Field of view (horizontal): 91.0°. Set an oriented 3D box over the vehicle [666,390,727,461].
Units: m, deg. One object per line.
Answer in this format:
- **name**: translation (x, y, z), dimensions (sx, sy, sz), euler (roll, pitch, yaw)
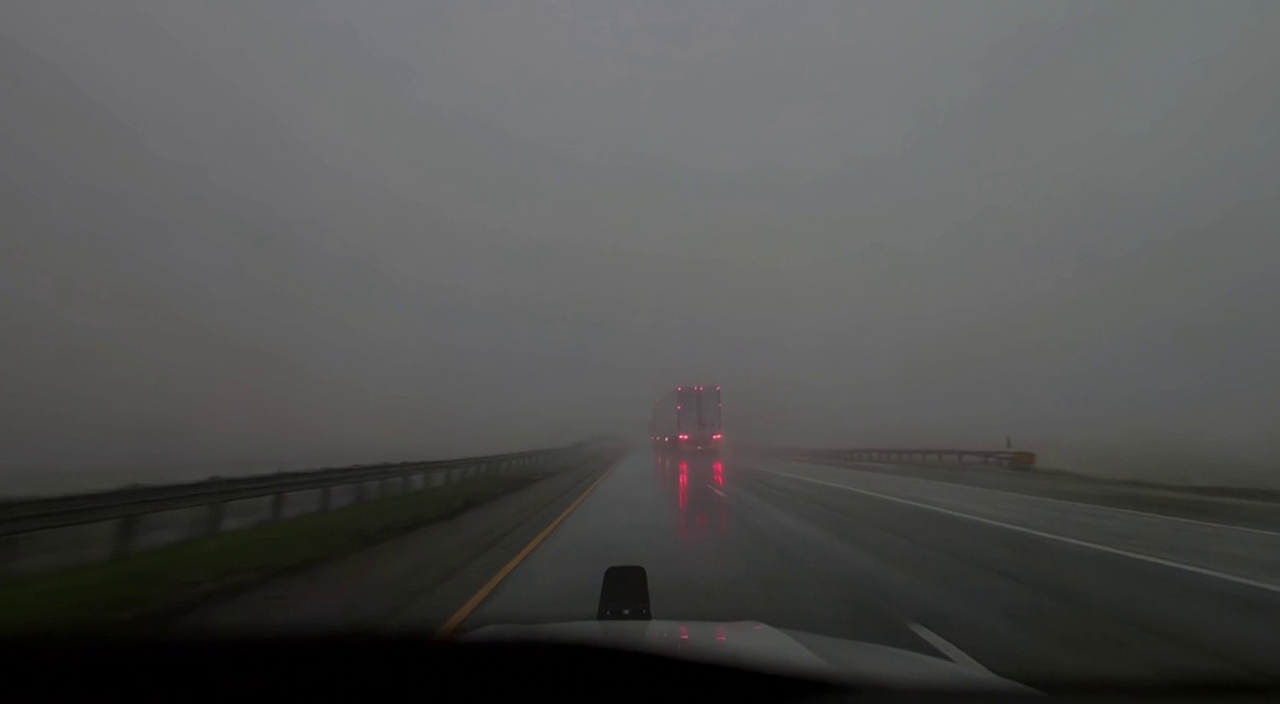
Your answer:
- **vehicle**: translation (3.990, 5.801, 48.227), dimensions (3.615, 4.578, 13.539), euler (0, -8, 1)
